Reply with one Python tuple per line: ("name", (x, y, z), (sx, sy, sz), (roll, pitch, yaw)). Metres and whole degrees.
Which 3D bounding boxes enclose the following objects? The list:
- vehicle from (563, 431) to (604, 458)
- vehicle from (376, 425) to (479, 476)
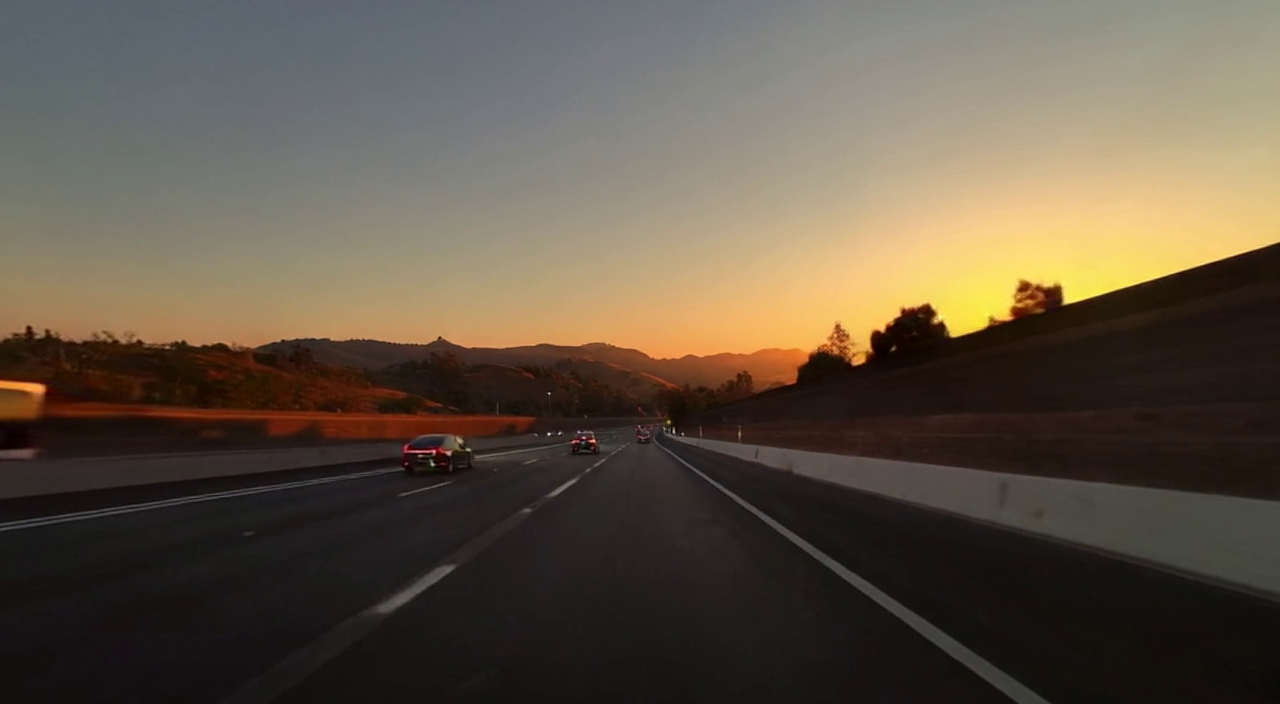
("vehicle", (-3.423, 5.687, 38.995), (2.064, 1.571, 4.225), (0, -8, 1))
("vehicle", (-7.425, 3.491, 22.524), (2.113, 1.632, 4.409), (0, -8, 1))
